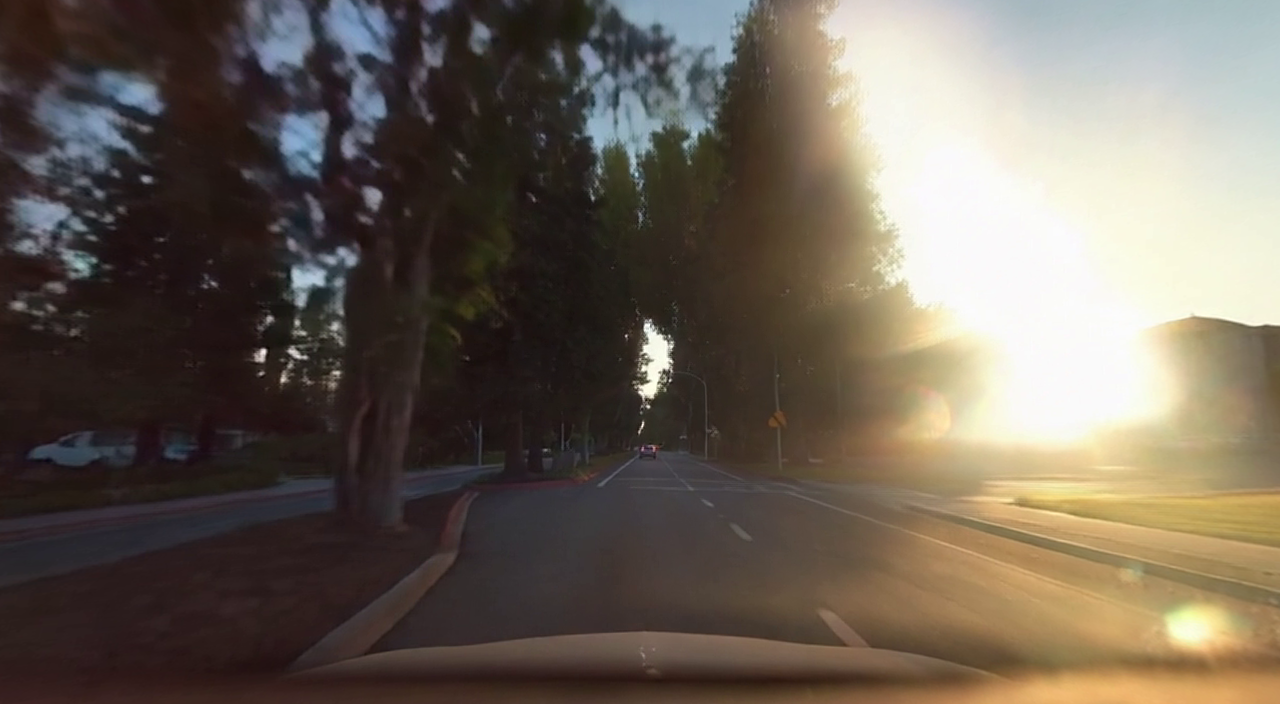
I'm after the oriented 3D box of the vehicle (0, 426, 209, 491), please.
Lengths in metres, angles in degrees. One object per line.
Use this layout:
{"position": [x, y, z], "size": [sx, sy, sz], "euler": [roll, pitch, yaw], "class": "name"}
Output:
{"position": [-23.152, 4.624, 27.526], "size": [6.364, 2.595, 2.828], "euler": [0, -9, -3], "class": "vehicle"}
